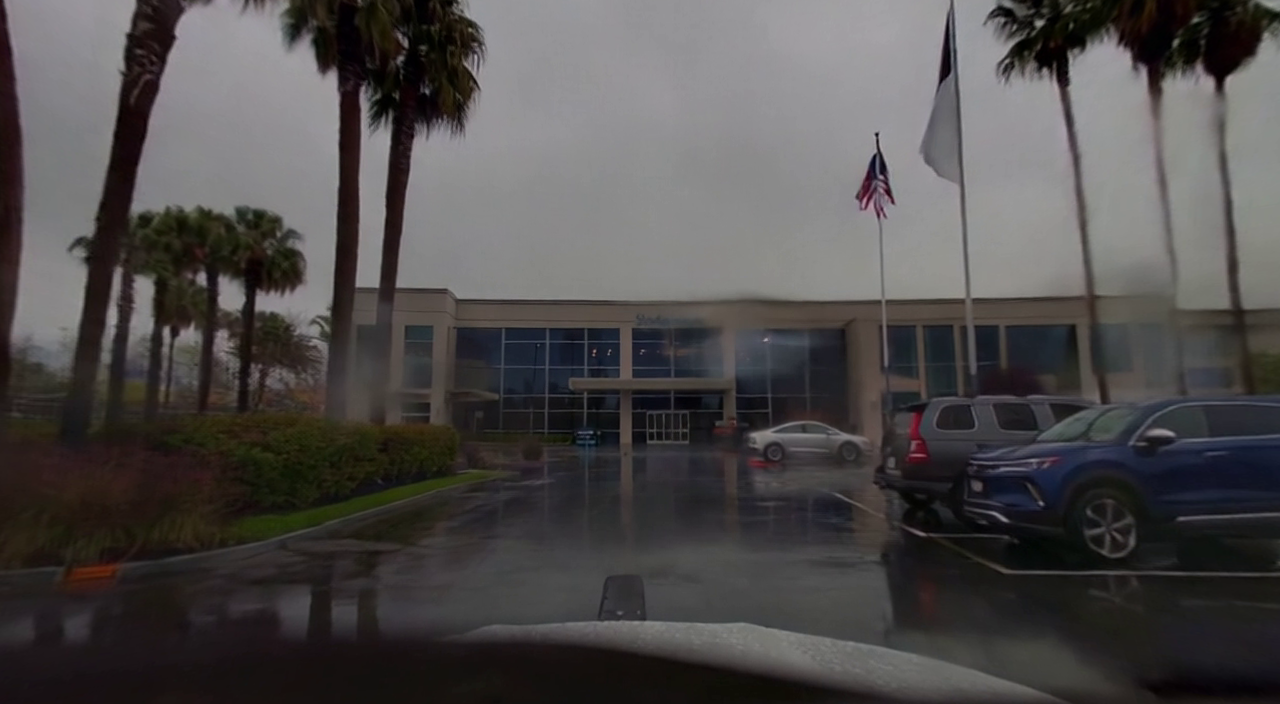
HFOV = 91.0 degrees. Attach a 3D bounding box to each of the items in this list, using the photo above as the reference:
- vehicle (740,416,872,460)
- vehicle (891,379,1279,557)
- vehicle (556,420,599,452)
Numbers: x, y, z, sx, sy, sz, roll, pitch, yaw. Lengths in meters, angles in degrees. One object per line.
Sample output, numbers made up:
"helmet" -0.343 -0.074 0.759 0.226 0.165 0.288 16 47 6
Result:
"vehicle" 6.987 3.701 27.132 5.254 1.793 1.998 -1 -8 8
"vehicle" 5.571 1.268 7.181 4.567 1.723 1.926 0 -8 4
"vehicle" -4.045 5.519 41.619 1.943 1.890 4.472 2 -6 6
